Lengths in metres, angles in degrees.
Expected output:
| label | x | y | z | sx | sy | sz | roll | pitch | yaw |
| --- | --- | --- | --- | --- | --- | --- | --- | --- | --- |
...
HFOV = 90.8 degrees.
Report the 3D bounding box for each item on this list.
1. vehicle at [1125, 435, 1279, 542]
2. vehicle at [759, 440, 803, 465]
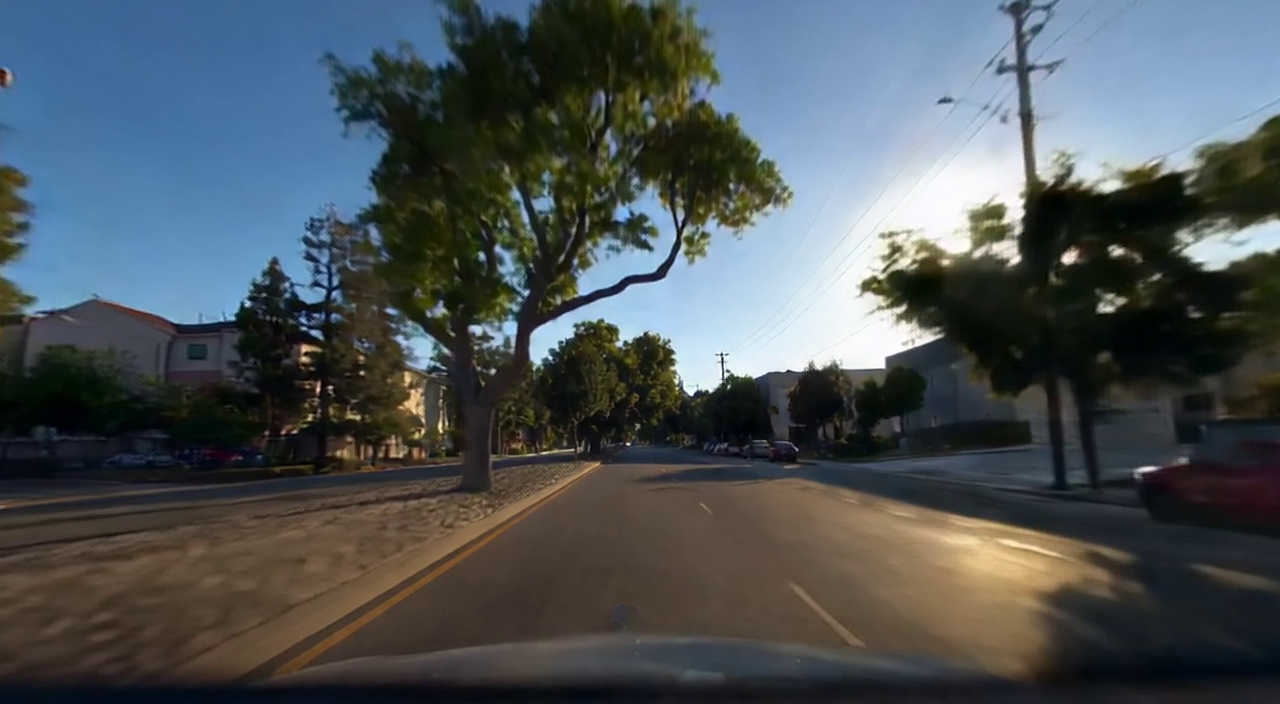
| label | x | y | z | sx | sy | sz | roll | pitch | yaw |
| --- | --- | --- | --- | --- | --- | --- | --- | --- | --- |
| vehicle | 9.938 | 1.952 | 9.136 | 1.996 | 1.488 | 4.810 | 0 | -9 | 0 |
| vehicle | 9.896 | 7.087 | 44.814 | 1.984 | 1.672 | 4.262 | 0 | -9 | -2 |
